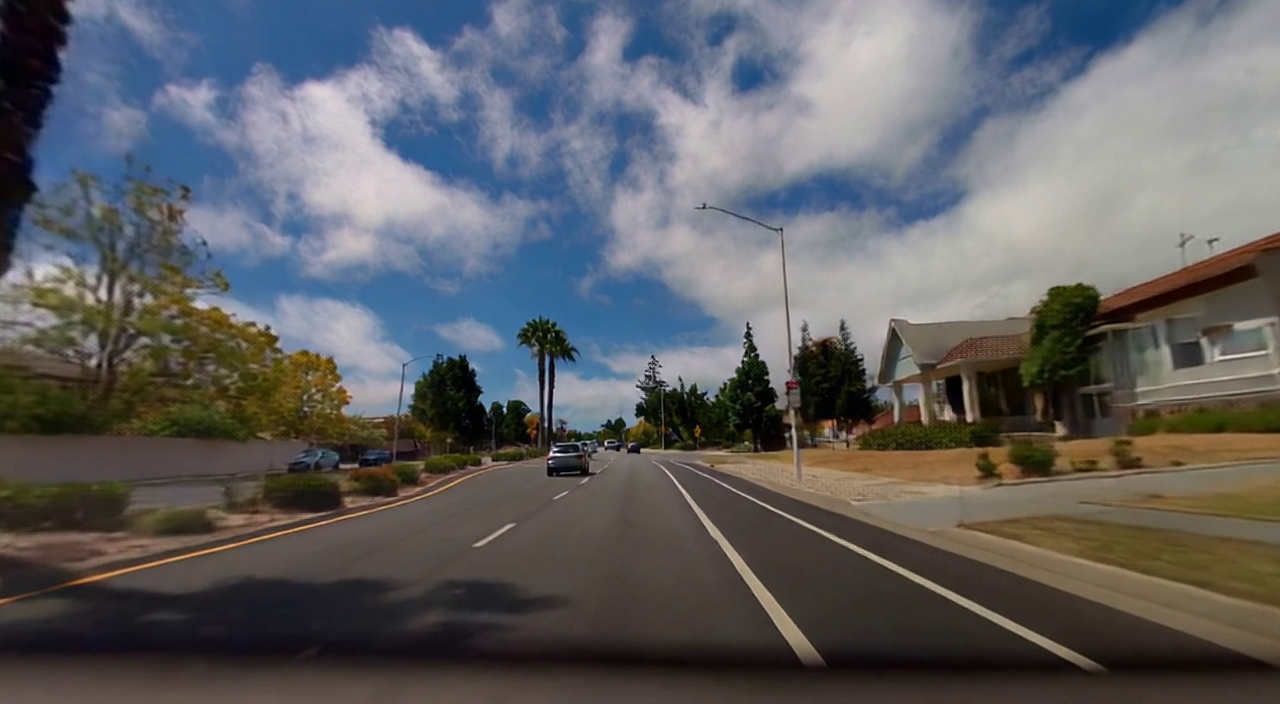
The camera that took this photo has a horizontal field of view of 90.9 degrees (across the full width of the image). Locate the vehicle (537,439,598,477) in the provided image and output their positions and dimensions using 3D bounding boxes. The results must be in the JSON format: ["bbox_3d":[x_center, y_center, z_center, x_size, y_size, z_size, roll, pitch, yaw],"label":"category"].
[{"bbox_3d":[-3.064,4.611,27.615,2.075,1.498,4.730,0,-8,0],"label":"vehicle"}]

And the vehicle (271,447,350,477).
[{"bbox_3d":[-19.060,6.399,36.734,2.026,1.563,4.618,0,-10,1],"label":"vehicle"}]

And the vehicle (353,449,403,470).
[{"bbox_3d":[-19.170,7.890,46.352,1.980,1.423,4.465,0,-8,-3],"label":"vehicle"}]
